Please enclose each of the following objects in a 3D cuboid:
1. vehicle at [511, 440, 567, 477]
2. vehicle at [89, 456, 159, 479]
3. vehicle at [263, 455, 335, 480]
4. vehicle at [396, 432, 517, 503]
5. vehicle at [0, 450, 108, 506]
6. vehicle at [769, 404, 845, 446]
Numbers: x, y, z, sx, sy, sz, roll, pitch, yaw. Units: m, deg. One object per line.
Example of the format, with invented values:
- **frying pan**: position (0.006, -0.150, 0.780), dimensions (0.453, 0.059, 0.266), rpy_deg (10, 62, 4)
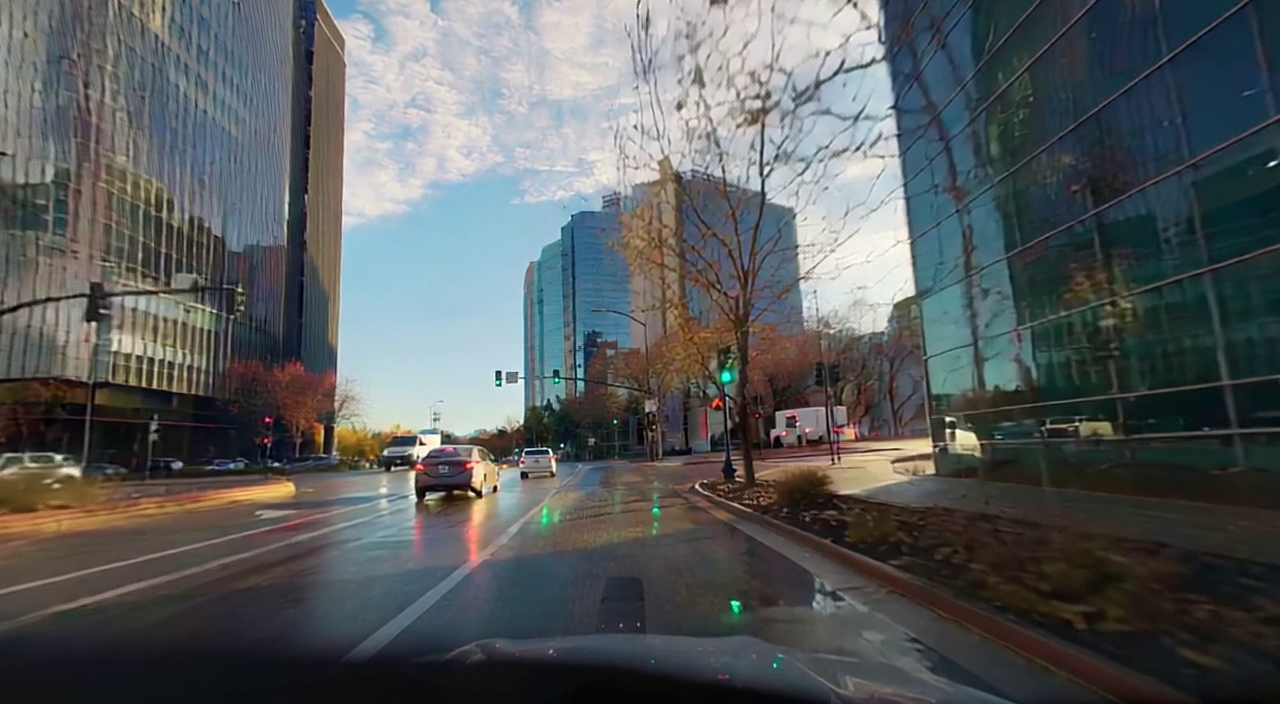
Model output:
- **vehicle**: position (-5.529, 5.941, 35.316), dimensions (2.384, 1.849, 5.009), rpy_deg (0, -9, -1)
- **vehicle**: position (-40.899, 9.153, 49.943), dimensions (4.004, 1.503, 1.782), rpy_deg (-2, -8, -2)
- **vehicle**: position (-23.876, 8.070, 44.312), dimensions (2.103, 1.590, 4.613), rpy_deg (-1, -9, 6)
- **vehicle**: position (-5.039, 3.254, 18.063), dimensions (2.169, 1.741, 4.588), rpy_deg (1, -9, -2)
- **vehicle**: position (-21.091, 4.218, 21.453), dimensions (2.145, 1.698, 4.499), rpy_deg (1, -9, -3)
- **vehicle**: position (12.906, 5.779, 49.030), dimensions (4.005, 2.827, 4.538), rpy_deg (4, -11, -14)
